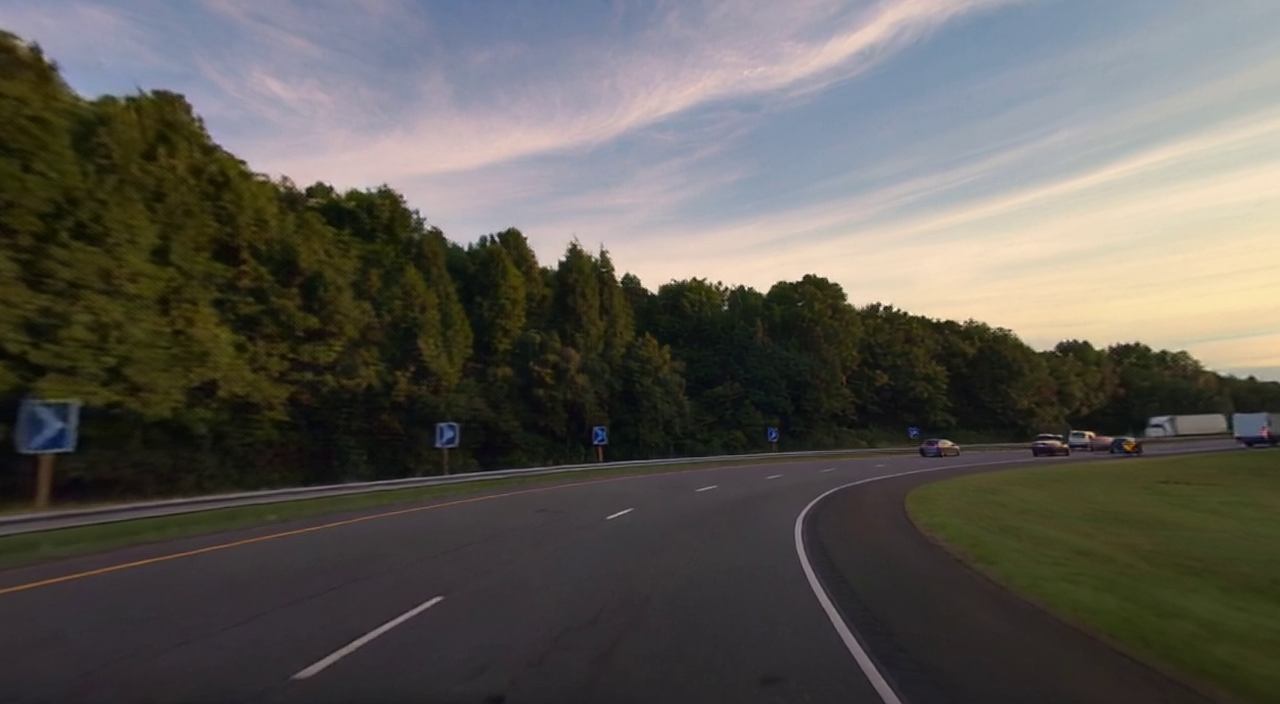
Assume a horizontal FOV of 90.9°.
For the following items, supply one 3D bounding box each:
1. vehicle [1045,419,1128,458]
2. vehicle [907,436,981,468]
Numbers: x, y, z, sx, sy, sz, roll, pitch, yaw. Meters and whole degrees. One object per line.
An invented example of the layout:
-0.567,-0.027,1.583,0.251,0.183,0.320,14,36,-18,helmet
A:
34.284,6.658,48.387,5.981,2.823,2.498,4,-10,-27,vehicle
17.196,5.631,35.586,4.325,1.674,2.221,8,-12,-42,vehicle
